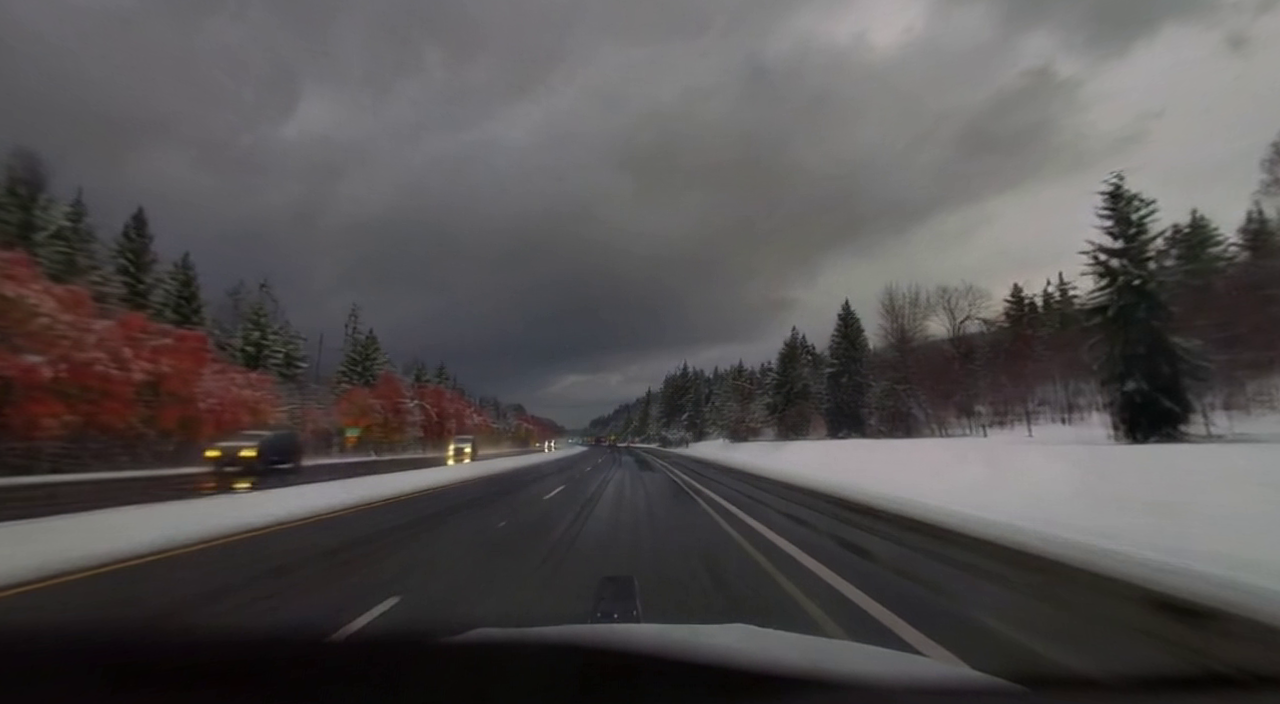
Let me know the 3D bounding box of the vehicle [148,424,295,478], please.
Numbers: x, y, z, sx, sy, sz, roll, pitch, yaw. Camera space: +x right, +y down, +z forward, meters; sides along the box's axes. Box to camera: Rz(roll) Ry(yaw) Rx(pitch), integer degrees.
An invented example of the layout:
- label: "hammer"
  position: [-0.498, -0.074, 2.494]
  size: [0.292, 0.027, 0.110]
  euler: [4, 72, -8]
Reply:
- label: "vehicle"
  position: [-14.263, 3.405, 21.851]
  size: [1.949, 1.646, 4.601]
  euler: [0, -8, 0]

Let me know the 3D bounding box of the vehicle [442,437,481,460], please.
- label: "vehicle"
  position: [-12.318, 6.656, 43.560]
  size: [1.690, 1.462, 3.597]
  euler: [0, -8, -1]
